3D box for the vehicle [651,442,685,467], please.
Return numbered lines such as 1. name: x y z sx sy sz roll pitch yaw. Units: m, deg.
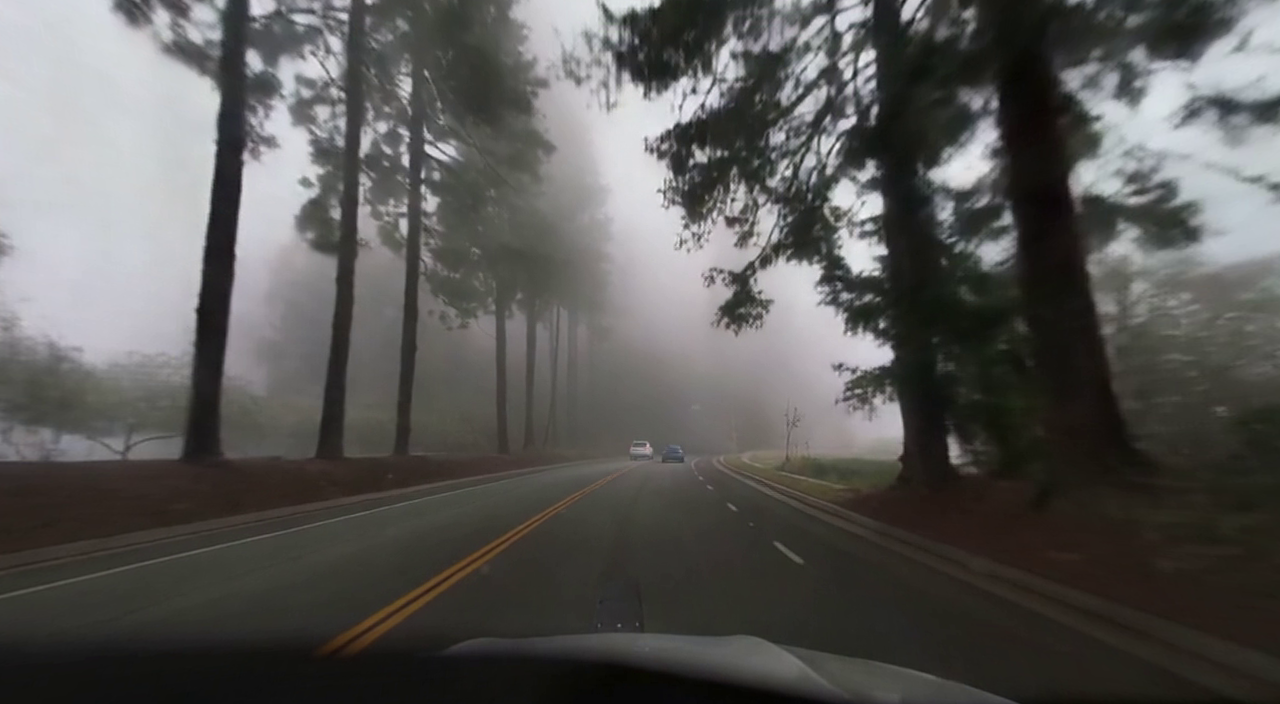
1. vehicle: 1.874 6.650 41.171 2.071 1.474 4.047 -1 -8 5
